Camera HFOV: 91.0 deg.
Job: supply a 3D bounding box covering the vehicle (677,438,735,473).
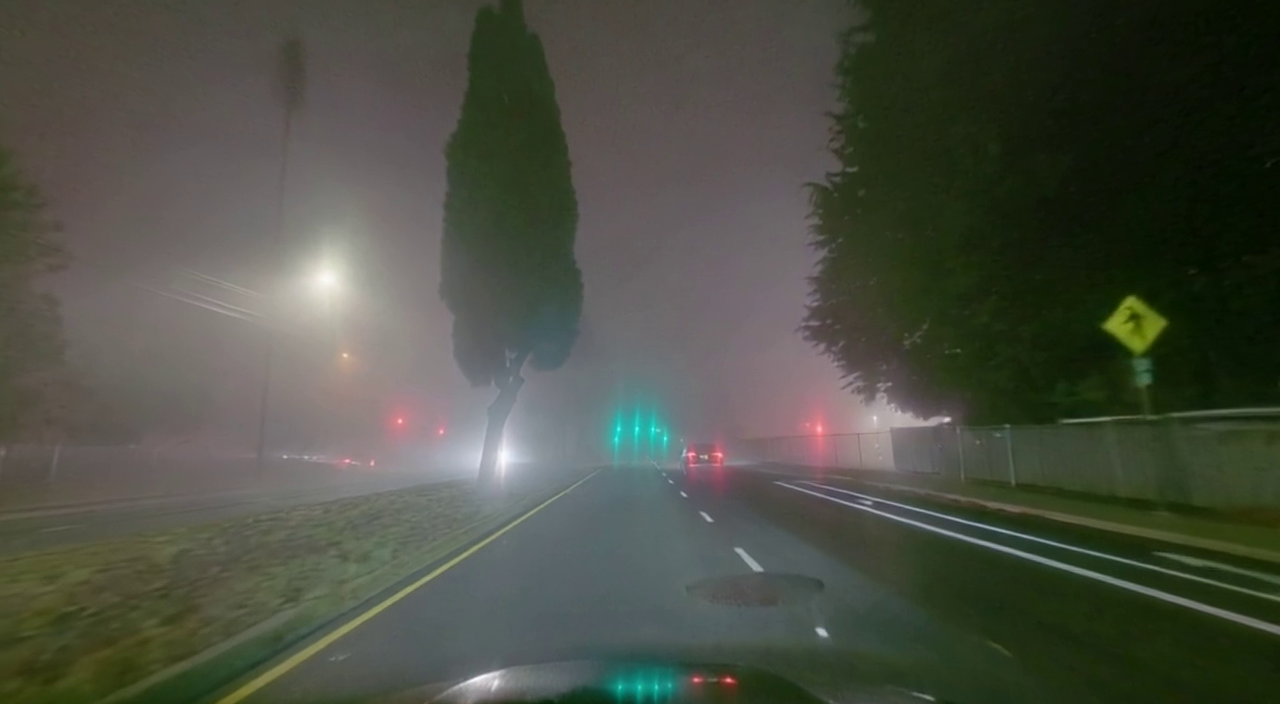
[{"bbox_3d":[2.999,4.823,29.433,2.105,1.490,4.008,1,-8,-2],"label":"vehicle"}]
